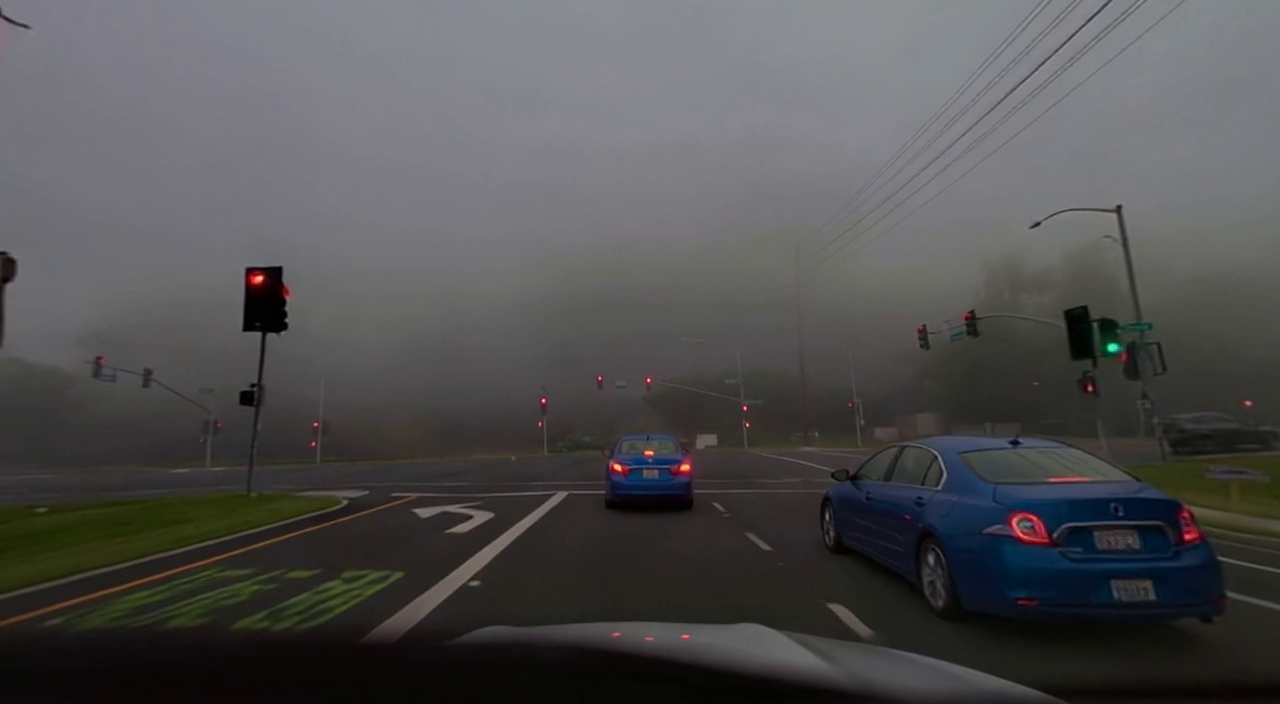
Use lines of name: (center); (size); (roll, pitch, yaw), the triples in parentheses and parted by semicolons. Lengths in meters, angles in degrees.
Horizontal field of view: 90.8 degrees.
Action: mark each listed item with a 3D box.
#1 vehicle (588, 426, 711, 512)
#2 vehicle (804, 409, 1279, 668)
vehicle: (0.163, 2.310, 12.859); (2.110, 1.466, 3.860); (0, -8, 0)
vehicle: (3.072, 1.371, 5.770); (2.004, 1.448, 4.263); (0, -8, 0)
